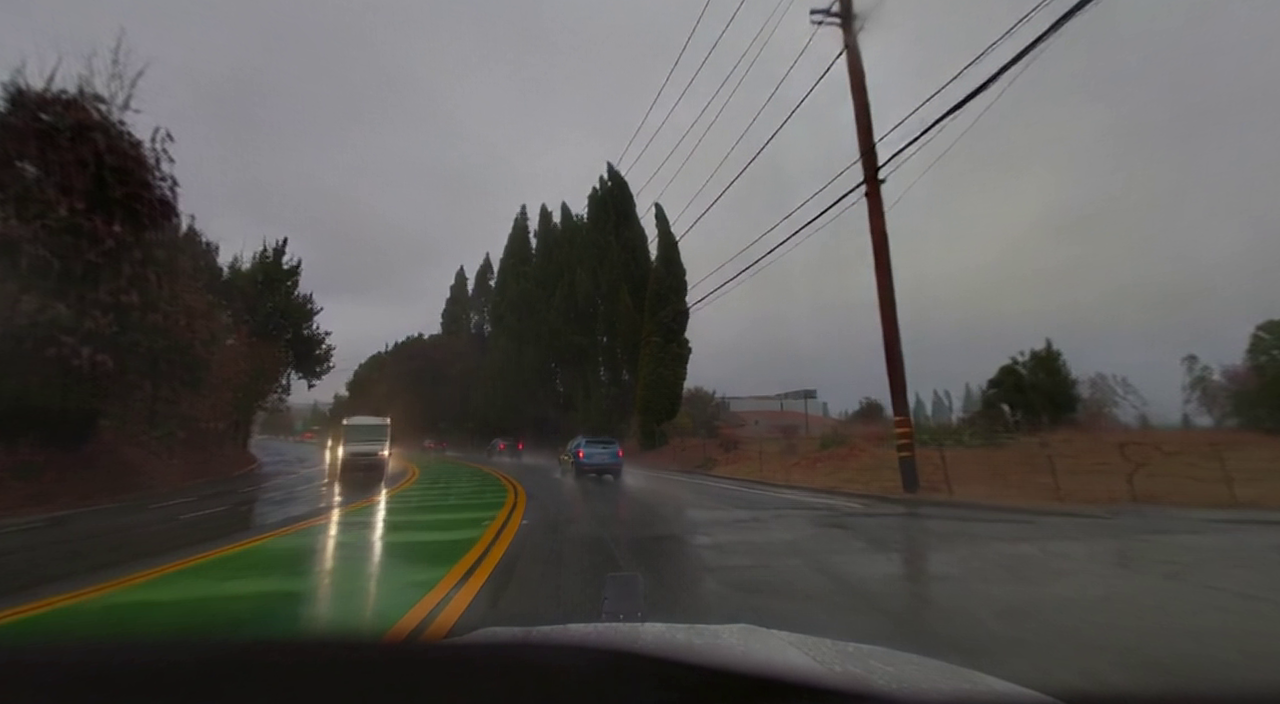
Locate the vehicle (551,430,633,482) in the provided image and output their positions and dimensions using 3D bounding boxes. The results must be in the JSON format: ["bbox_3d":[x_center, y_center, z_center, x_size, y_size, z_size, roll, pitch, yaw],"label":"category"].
[{"bbox_3d":[-1.958,3.980,24.326,2.140,1.767,4.720,2,-9,-17],"label":"vehicle"}]

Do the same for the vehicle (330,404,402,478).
[{"bbox_3d":[-12.052,4.002,28.268,2.413,2.872,6.823,3,-9,-20],"label":"vehicle"}]

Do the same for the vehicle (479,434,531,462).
[{"bbox_3d":[-8.856,6.278,41.161,2.075,1.699,4.520,4,-10,-28],"label":"vehicle"}]
